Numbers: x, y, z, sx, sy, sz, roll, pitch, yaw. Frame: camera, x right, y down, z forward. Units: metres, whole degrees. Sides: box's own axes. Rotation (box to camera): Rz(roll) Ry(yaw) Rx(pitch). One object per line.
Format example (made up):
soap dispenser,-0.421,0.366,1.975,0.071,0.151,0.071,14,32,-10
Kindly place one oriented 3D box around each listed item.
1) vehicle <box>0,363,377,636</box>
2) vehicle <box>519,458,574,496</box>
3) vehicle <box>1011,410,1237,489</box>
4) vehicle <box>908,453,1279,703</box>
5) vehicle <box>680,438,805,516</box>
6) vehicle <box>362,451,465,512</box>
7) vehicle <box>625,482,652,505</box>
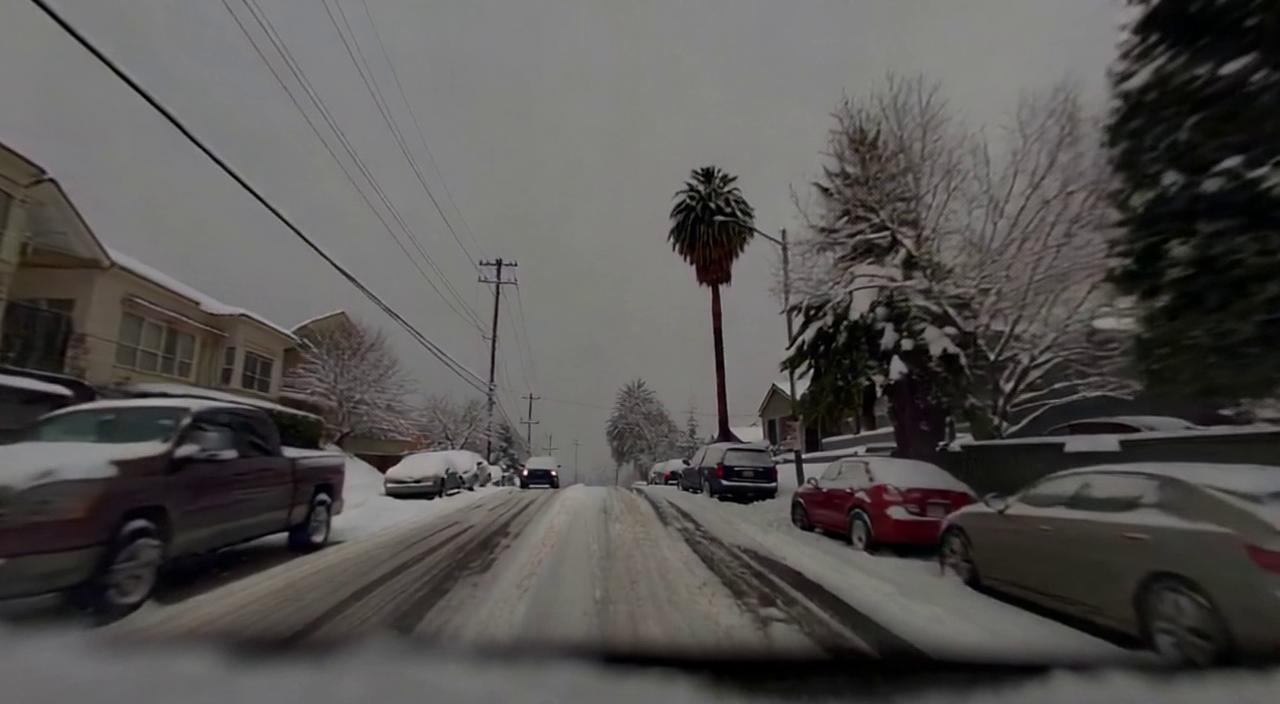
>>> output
vehicle,-5.372,1.558,7.755,2.348,2.144,5.481,0,-9,-6
vehicle,-4.196,5.697,28.972,2.060,1.483,4.574,0,-9,-3
vehicle,11.542,2.312,15.230,3.916,1.728,1.982,1,-6,-4
vehicle,4.209,1.534,4.775,2.043,1.461,4.504,0,-9,-5
vehicle,2.893,3.726,19.526,2.358,2.008,5.957,0,-9,-5
vehicle,-6.485,3.714,18.599,1.889,1.499,4.468,1,-9,-7
vehicle,-0.180,11.055,49.230,1.756,1.455,3.965,0,-9,-5
